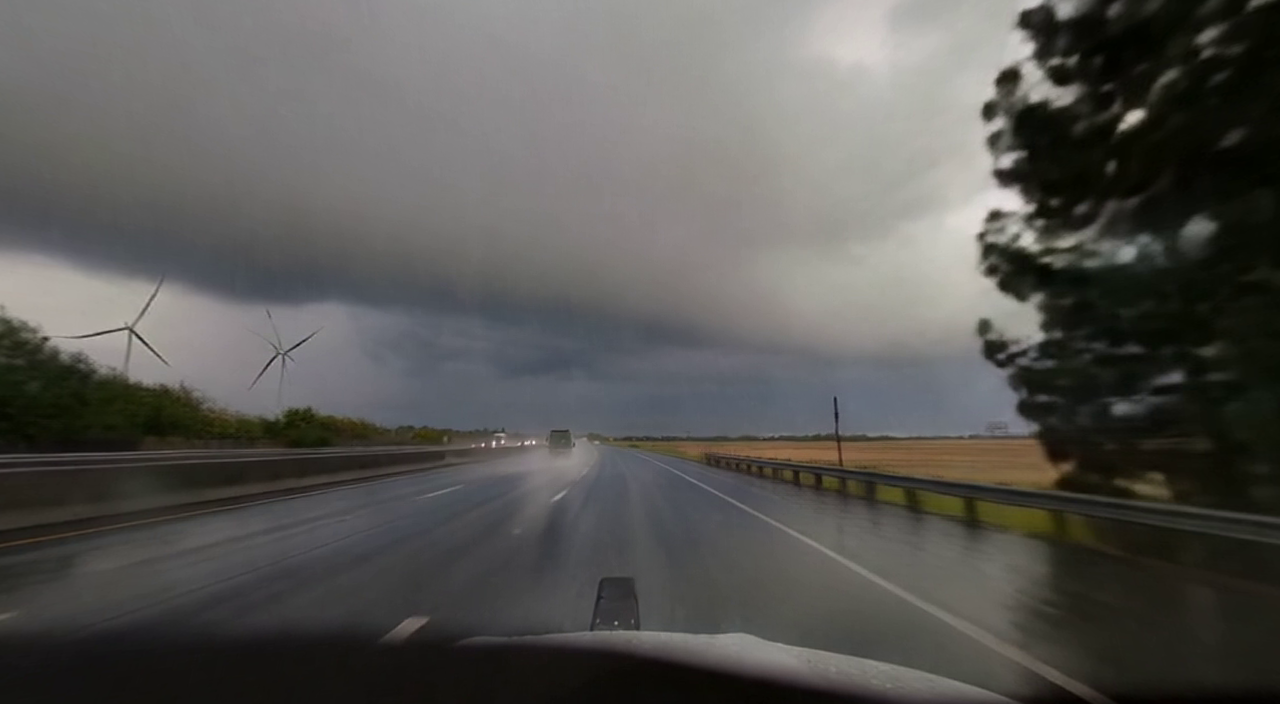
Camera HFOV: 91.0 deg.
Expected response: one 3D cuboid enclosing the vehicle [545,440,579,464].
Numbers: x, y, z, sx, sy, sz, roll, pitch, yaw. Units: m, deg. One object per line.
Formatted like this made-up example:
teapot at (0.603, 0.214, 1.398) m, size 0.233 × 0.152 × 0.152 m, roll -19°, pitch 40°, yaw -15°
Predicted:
vehicle at (-5.305, 6.873, 43.373) m, size 2.053 × 1.549 × 4.097 m, roll 0°, pitch -8°, yaw -3°
